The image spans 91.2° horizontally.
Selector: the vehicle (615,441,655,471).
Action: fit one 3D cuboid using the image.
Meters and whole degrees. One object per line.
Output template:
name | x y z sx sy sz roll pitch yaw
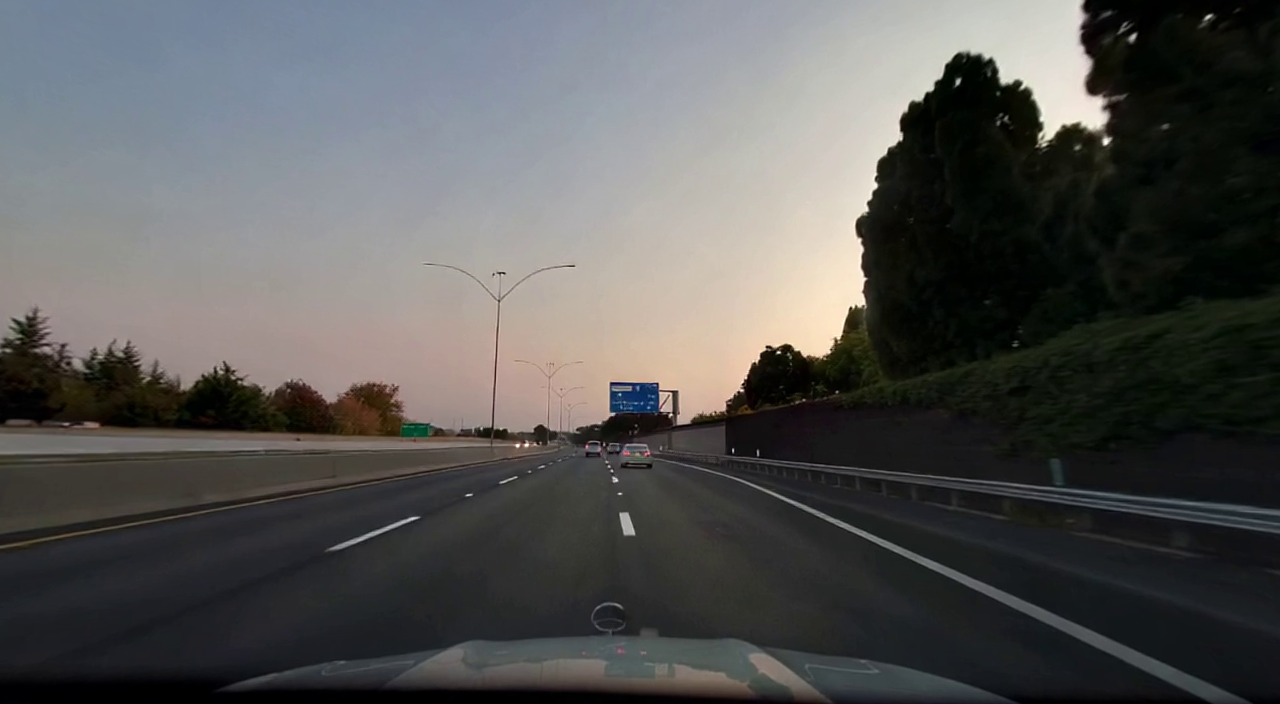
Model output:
vehicle | -0.249 5.598 33.903 2.055 1.509 4.255 0 -9 0
